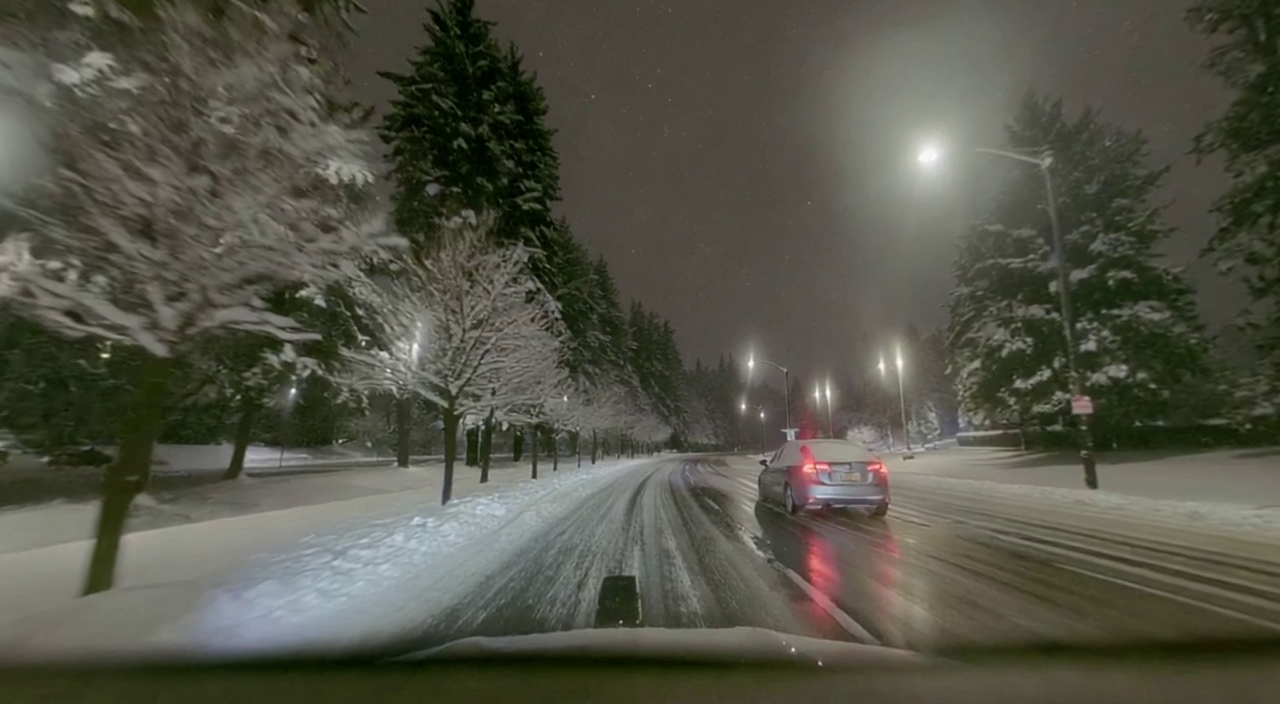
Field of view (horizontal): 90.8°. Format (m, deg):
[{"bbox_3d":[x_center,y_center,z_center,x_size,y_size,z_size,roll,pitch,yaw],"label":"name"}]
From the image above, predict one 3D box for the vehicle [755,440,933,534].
[{"bbox_3d":[3.675,2.502,12.378,1.928,1.481,4.453,0,-9,-1],"label":"vehicle"}]
